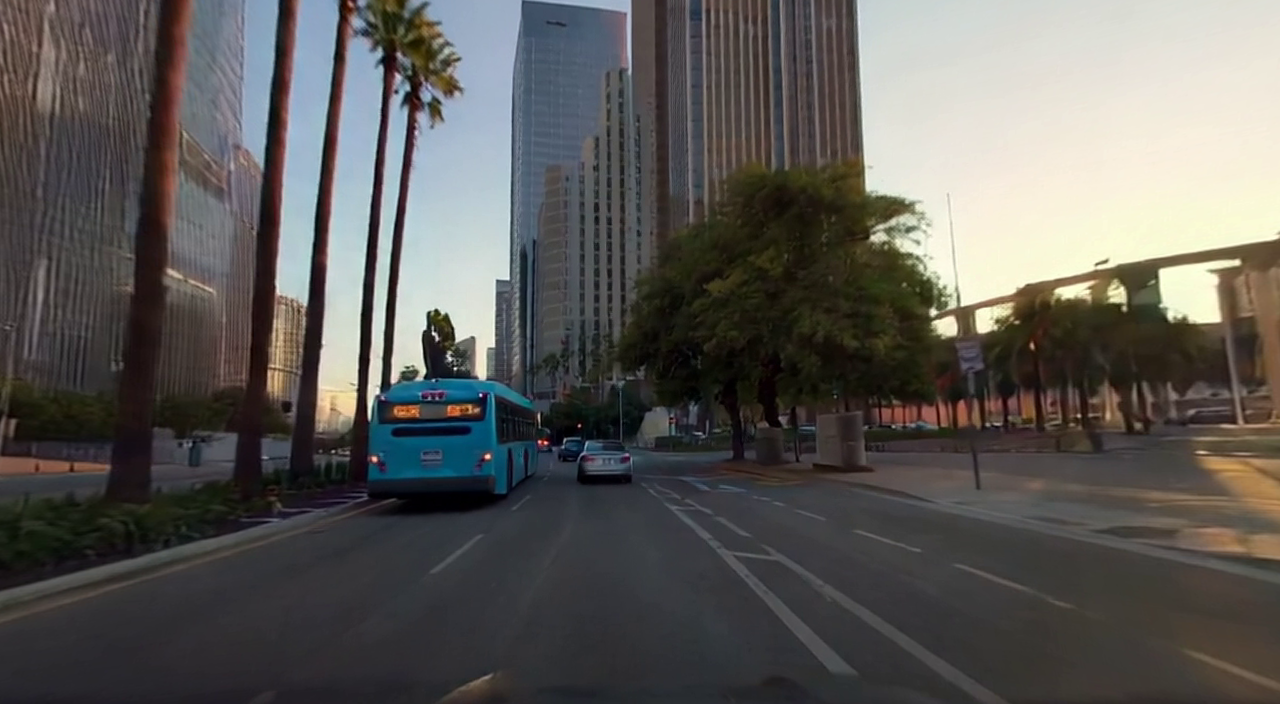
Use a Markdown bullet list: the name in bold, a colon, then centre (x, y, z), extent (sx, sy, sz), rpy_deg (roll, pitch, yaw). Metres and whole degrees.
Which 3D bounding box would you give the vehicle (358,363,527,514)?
- **vehicle**: centre (-4.849, 2.389, 17.371), extent (2.678, 3.042, 8.474), rpy_deg (-1, -8, -5)

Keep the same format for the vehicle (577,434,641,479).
- **vehicle**: centre (-1.262, 3.871, 23.592), extent (2.107, 1.481, 4.097), rpy_deg (0, -8, -7)
